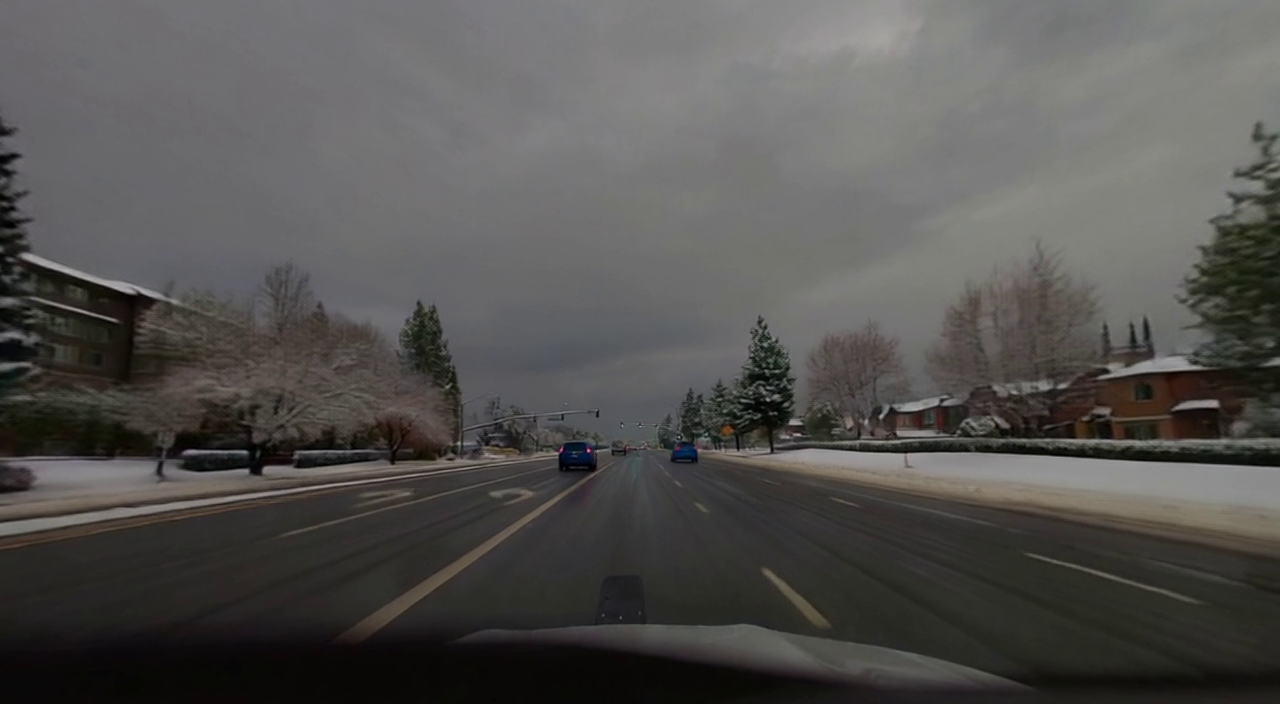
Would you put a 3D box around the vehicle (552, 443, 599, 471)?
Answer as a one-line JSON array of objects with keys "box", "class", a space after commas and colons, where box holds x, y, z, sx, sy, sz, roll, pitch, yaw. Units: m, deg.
[{"box": [-3.557, 5.904, 35.719, 2.112, 1.471, 4.212, 0, -9, 1], "class": "vehicle"}]

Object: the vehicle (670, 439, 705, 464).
[{"box": [3.294, 6.987, 44.495, 2.072, 1.696, 4.177, 0, -9, -1], "class": "vehicle"}]
